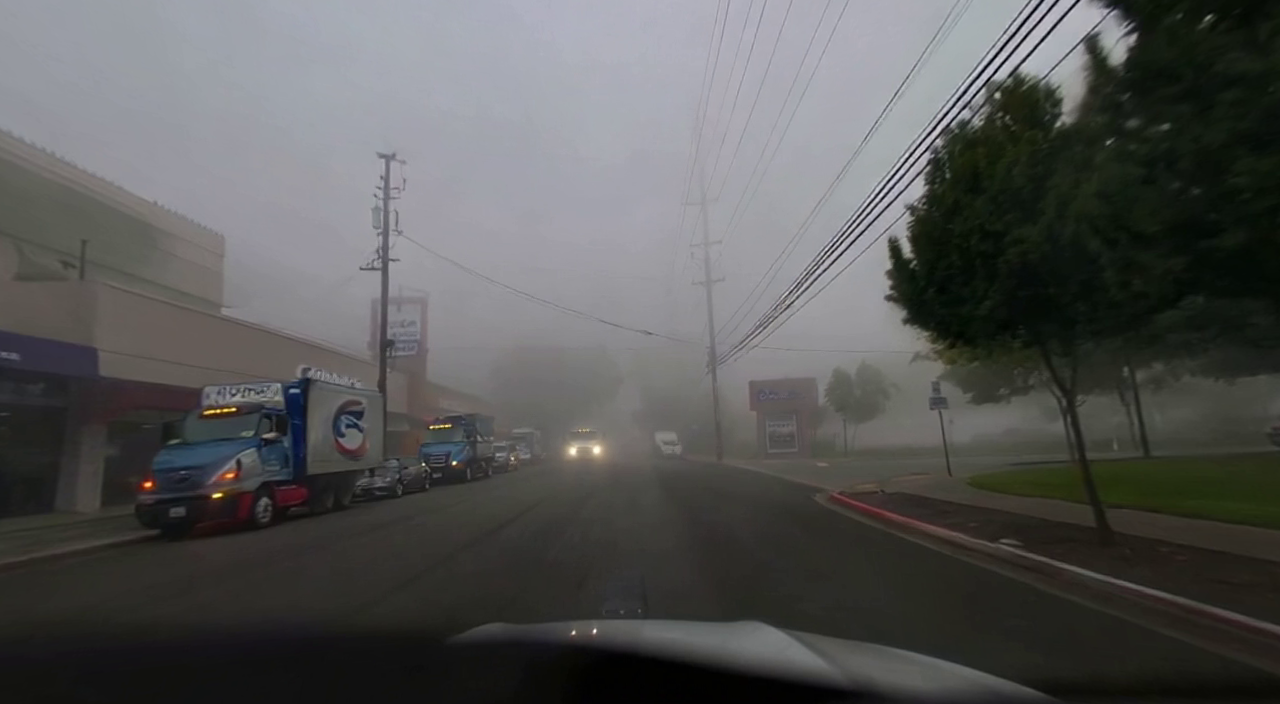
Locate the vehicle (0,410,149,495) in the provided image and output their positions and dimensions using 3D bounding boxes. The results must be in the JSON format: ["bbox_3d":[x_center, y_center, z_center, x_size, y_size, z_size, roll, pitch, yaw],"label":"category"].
[{"bbox_3d":[-20.344,3.299,20.811,6.011,2.585,2.607,0,-8,-1],"label":"vehicle"}]

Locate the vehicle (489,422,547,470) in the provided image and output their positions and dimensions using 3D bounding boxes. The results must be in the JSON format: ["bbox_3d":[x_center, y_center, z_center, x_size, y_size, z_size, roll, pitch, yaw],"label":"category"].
[{"bbox_3d":[-8.649,6.785,45.815,2.745,3.157,7.388,0,-8,0],"label":"vehicle"}]

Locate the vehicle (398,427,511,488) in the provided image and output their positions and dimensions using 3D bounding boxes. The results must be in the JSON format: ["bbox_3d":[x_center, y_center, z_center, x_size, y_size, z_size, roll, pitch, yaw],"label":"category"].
[{"bbox_3d":[-8.052,4.682,28.545,2.737,2.345,7.210,-1,-8,2],"label":"vehicle"}]

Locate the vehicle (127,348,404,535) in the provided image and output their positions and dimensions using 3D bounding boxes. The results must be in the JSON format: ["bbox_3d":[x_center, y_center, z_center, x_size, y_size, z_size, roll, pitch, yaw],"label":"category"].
[{"bbox_3d":[-8.348,2.106,15.389,2.811,3.398,6.693,-3,-7,-1],"label":"vehicle"}]
